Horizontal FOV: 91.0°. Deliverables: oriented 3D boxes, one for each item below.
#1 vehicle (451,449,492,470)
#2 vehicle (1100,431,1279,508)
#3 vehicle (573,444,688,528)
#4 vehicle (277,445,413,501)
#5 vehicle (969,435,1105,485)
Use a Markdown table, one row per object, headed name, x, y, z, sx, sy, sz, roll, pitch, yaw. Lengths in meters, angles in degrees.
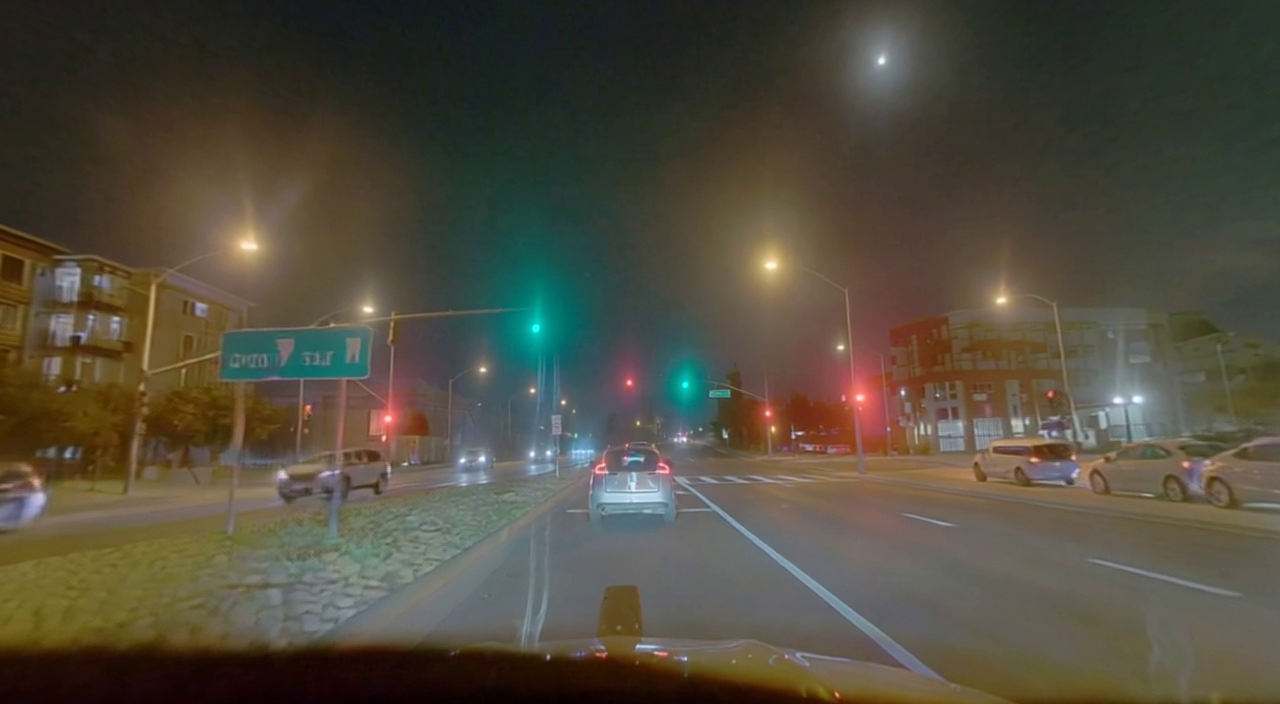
| name | x | y | z | sx | sy | sz | roll | pitch | yaw |
| --- | --- | --- | --- | --- | --- | --- | --- | --- | --- |
| vehicle | -12.386 | 7.929 | 46.521 | 1.904 | 1.475 | 4.068 | 0 | -9 | 1 |
| vehicle | 13.081 | 2.655 | 14.595 | 1.859 | 1.525 | 3.948 | 0 | -9 | 1 |
| vehicle | -0.236 | 2.651 | 13.083 | 2.010 | 1.447 | 4.121 | 0 | -9 | -2 |
| vehicle | -8.711 | 3.588 | 19.127 | 1.994 | 1.474 | 4.411 | 0 | -9 | 0 |
| vehicle | 13.078 | 3.566 | 21.069 | 1.887 | 1.504 | 3.898 | 0 | -9 | -2 |
